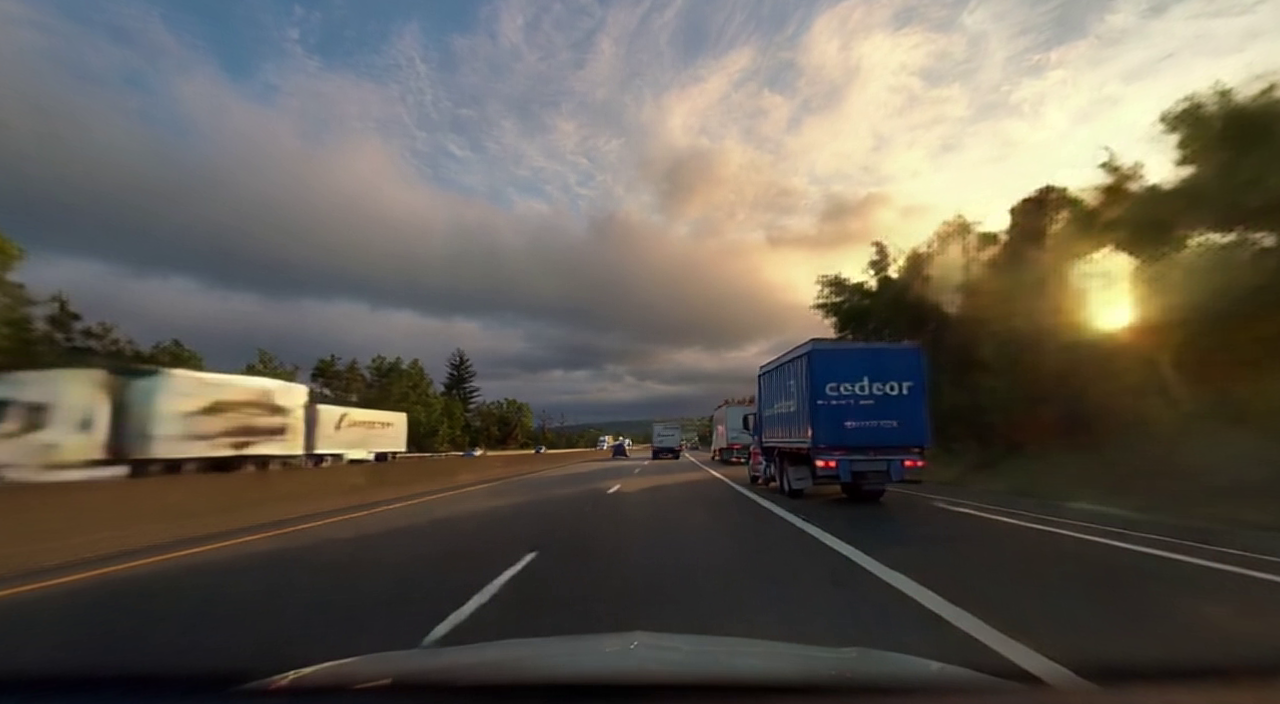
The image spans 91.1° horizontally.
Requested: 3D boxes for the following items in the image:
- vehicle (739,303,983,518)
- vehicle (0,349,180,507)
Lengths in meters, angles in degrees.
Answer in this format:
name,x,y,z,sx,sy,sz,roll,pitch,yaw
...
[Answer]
name,x,y,z,sx,sy,sz,roll,pitch,yaw
vehicle,4.732,1.678,16.346,2.920,3.860,10.035,0,-8,2
vehicle,-15.893,1.995,16.219,3.037,3.540,6.335,0,-8,1
